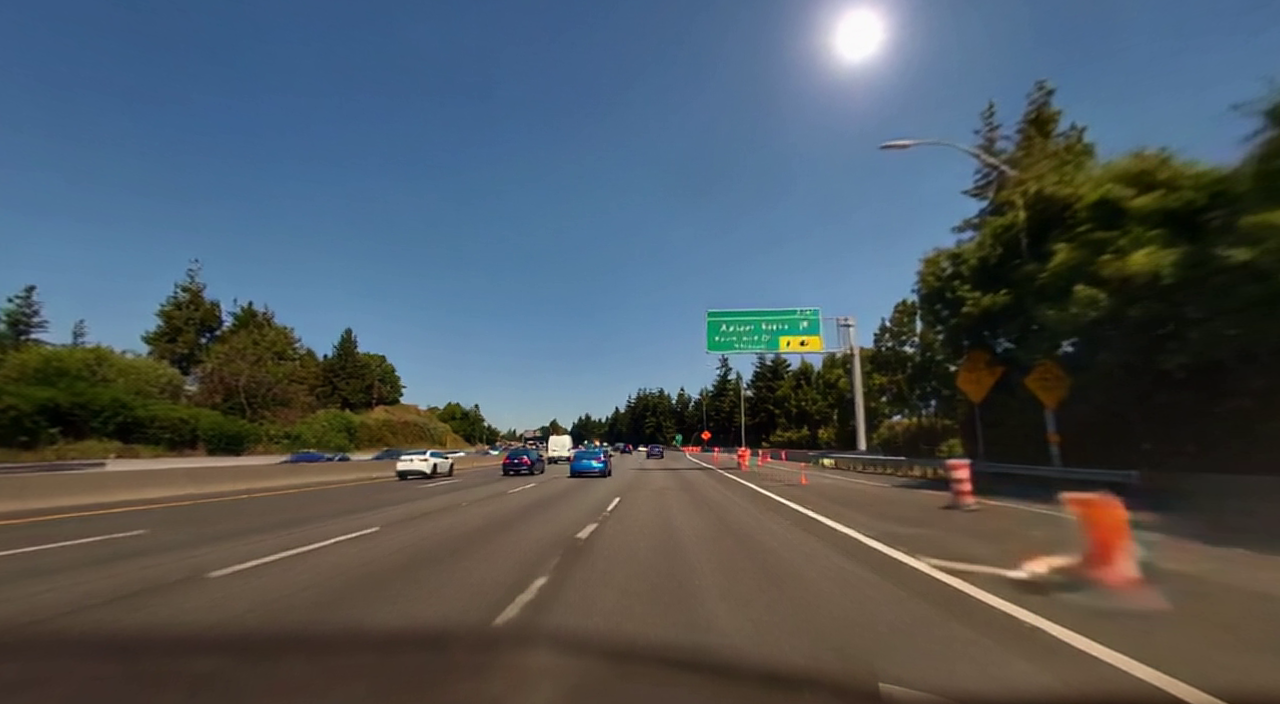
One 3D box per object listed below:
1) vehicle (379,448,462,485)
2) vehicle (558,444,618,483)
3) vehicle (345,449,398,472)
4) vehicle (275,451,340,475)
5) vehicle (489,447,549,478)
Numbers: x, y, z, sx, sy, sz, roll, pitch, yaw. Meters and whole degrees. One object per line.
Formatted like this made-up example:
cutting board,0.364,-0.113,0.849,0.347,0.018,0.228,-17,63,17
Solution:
vehicle,-9.666,5.023,28.024,1.946,1.472,4.472,0,-8,2
vehicle,-2.058,4.597,26.195,1.963,1.462,4.681,0,-8,2
vehicle,-19.410,7.847,45.595,1.920,1.557,4.235,0,-8,2
vehicle,-23.118,7.740,43.829,1.856,1.515,4.674,0,-8,1
vehicle,-6.095,5.612,32.137,1.951,1.439,4.633,0,-8,2
